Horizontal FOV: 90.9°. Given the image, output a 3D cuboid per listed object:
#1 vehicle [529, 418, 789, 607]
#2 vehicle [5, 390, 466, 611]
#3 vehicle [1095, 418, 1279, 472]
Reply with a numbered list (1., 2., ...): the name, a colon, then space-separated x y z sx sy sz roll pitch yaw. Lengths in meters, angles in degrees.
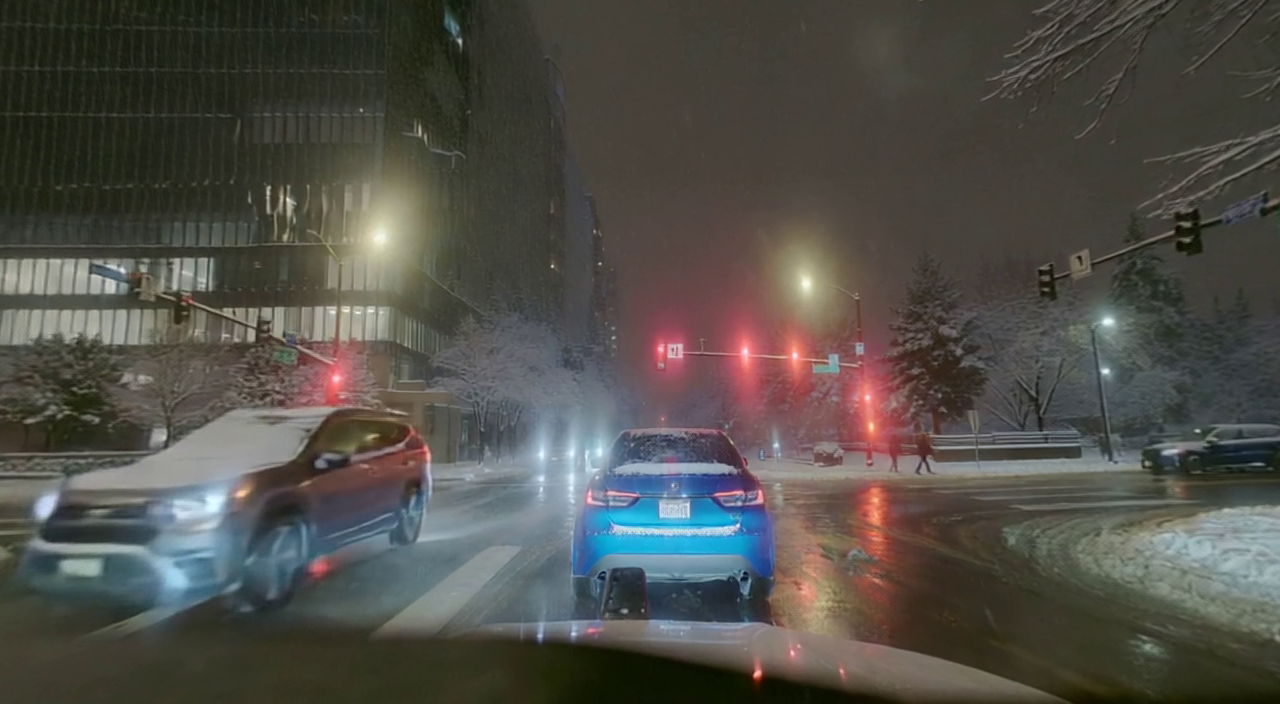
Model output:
1. vehicle: -0.133 1.647 7.476 1.893 1.532 4.145 2 -9 -15
2. vehicle: -4.329 1.708 8.359 2.317 1.924 5.518 0 -8 2
3. vehicle: 19.145 3.267 22.214 4.675 1.772 1.945 0 -8 -1
